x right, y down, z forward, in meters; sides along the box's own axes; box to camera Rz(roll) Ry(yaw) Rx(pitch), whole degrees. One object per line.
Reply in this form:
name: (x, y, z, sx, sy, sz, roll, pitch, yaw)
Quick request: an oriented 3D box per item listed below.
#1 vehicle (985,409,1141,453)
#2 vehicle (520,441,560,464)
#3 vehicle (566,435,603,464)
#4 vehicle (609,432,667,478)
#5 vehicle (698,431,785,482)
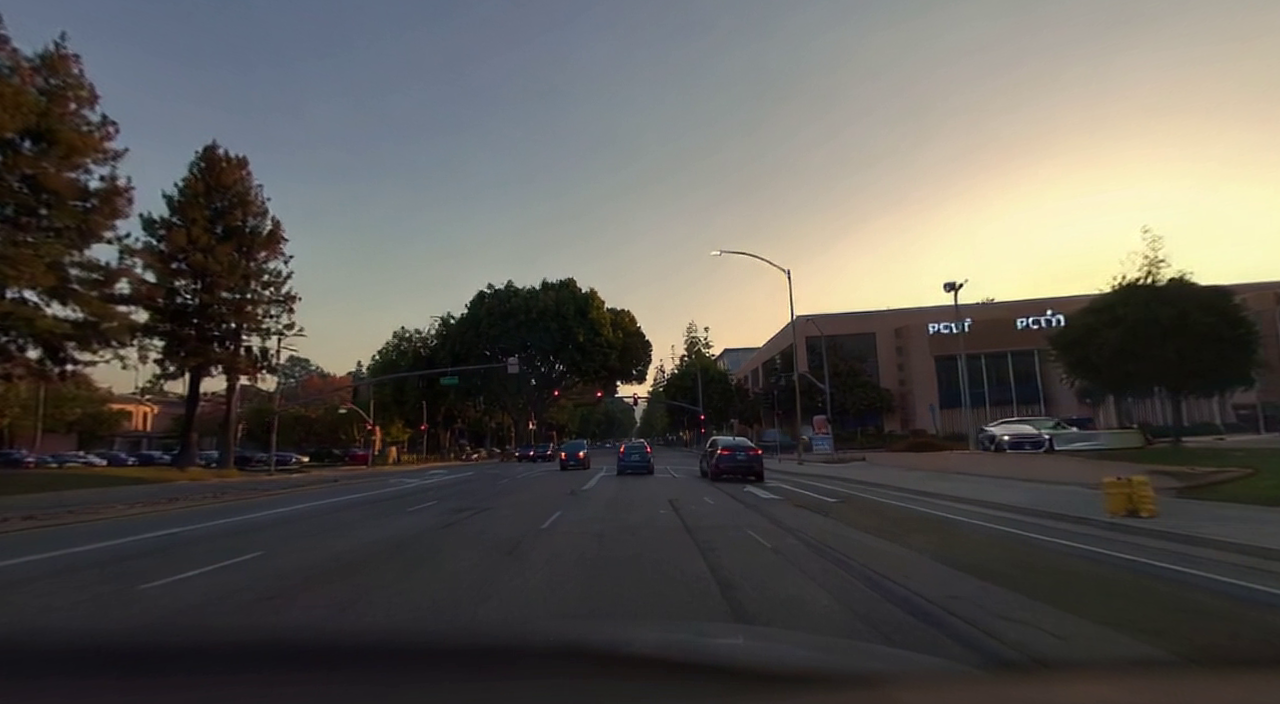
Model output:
vehicle: (15.627, 2.978, 23.572, 4.344, 1.512, 1.936, -1, -9, 5)
vehicle: (-6.686, 6.771, 42.673, 1.954, 1.473, 4.350, 0, -9, 1)
vehicle: (-3.623, 6.467, 42.007, 2.106, 1.778, 4.444, 0, -9, 0)
vehicle: (-0.153, 4.137, 25.599, 2.146, 1.685, 4.003, 0, -9, -2)
vehicle: (3.524, 3.748, 22.927, 2.198, 1.660, 4.512, 0, -9, -3)
